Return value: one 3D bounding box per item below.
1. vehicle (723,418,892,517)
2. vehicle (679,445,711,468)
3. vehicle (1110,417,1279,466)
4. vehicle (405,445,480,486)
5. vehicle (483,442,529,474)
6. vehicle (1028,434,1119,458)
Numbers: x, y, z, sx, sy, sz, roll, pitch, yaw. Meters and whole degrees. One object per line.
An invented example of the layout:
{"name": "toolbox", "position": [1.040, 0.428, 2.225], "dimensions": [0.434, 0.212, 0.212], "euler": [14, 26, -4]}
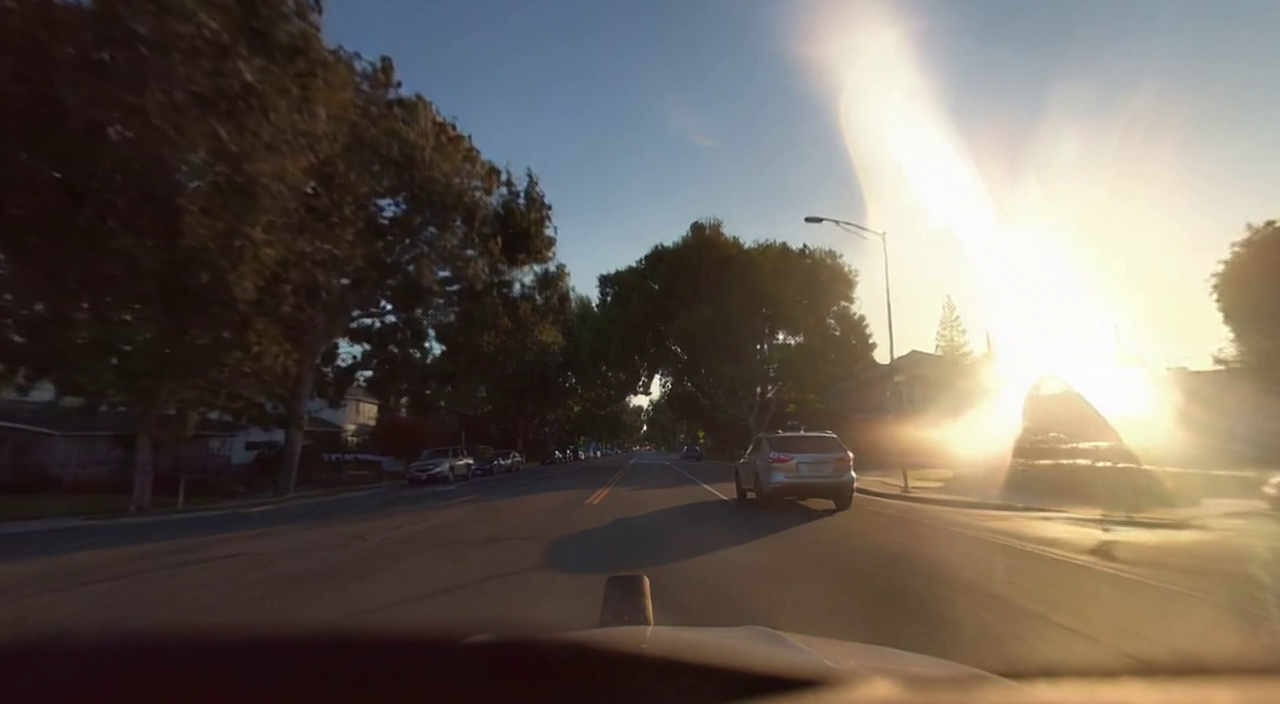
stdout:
{"name": "vehicle", "position": [3.619, 2.676, 15.156], "dimensions": [2.497, 1.889, 5.833], "euler": [0, -9, 1]}
{"name": "vehicle", "position": [3.740, 7.223, 43.569], "dimensions": [1.956, 1.492, 4.425], "euler": [0, -9, 1]}
{"name": "vehicle", "position": [27.196, 4.391, 30.925], "dimensions": [6.155, 1.968, 2.431], "euler": [-3, -9, 0]}
{"name": "vehicle", "position": [-10.359, 5.990, 33.638], "dimensions": [2.261, 1.851, 5.724], "euler": [-4, -9, -1]}
{"name": "vehicle", "position": [-10.118, 8.069, 48.041], "dimensions": [2.254, 2.127, 5.697], "euler": [-2, -9, 0]}
{"name": "vehicle", "position": [28.530, 6.186, 41.568], "dimensions": [4.578, 1.511, 1.857], "euler": [0, -9, 0]}
